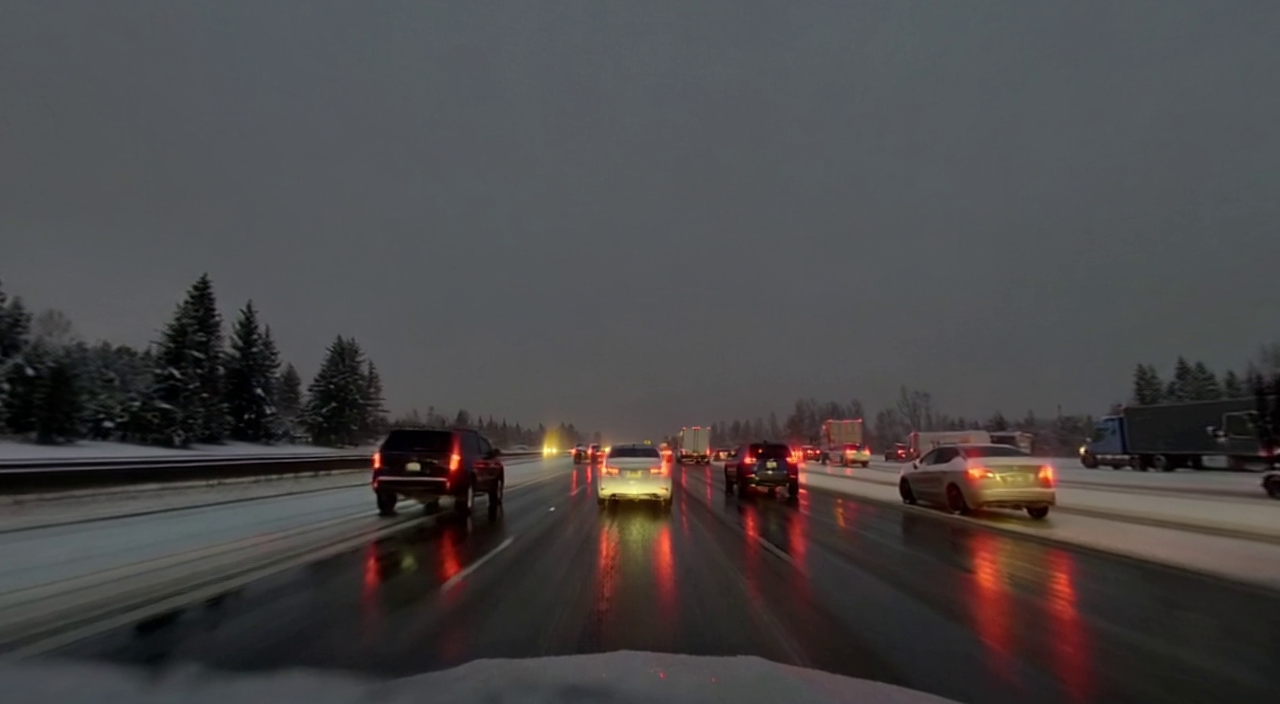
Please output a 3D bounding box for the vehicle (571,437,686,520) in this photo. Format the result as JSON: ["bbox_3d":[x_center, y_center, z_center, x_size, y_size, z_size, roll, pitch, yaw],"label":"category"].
[{"bbox_3d":[-0.181,2.655,13.741,2.132,1.499,4.038,0,-9,1],"label":"vehicle"}]

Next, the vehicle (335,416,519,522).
[{"bbox_3d":[-3.993,2.300,12.796,2.079,1.741,4.436,0,-9,1],"label":"vehicle"}]

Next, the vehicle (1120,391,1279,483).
[{"bbox_3d":[29.244,4.303,31.254,2.957,4.007,8.656,0,-9,-8],"label":"vehicle"}]

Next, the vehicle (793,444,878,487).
[{"bbox_3d":[7.383,4.311,24.260,1.942,1.482,4.250,0,-9,0],"label":"vehicle"}]

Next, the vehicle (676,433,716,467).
[{"bbox_3d":[3.999,7.154,46.059,2.440,2.313,5.266,0,-9,0],"label":"vehicle"}]

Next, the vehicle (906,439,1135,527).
[{"bbox_3d":[7.605,2.632,13.281,2.021,1.505,4.480,0,-9,0],"label":"vehicle"}]

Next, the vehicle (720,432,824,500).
[{"bbox_3d":[3.575,3.172,17.896,2.053,1.666,4.106,0,-9,0],"label":"vehicle"}]
